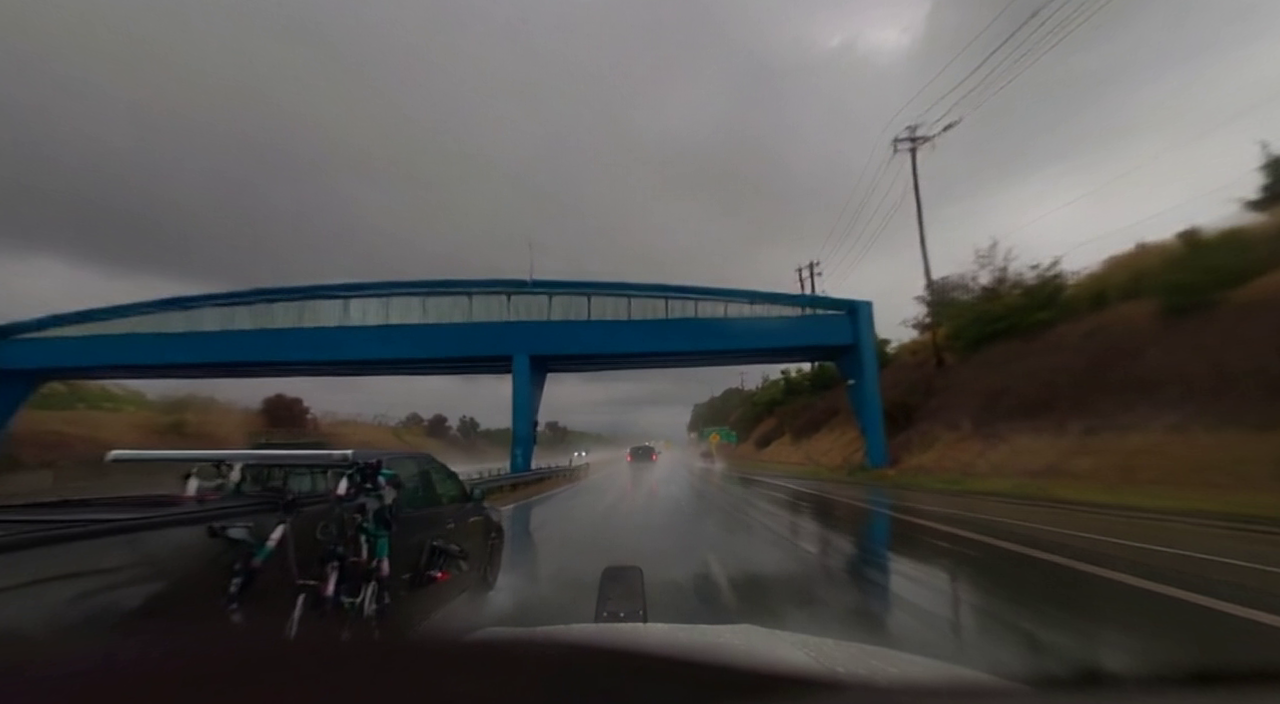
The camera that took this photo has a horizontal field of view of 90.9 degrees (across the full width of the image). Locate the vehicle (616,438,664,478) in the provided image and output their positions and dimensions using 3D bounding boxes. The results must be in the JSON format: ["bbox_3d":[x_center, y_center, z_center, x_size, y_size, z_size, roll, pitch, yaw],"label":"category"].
[{"bbox_3d":[0.061,5.657,33.829,2.369,1.948,5.343,0,-9,2],"label":"vehicle"}]
